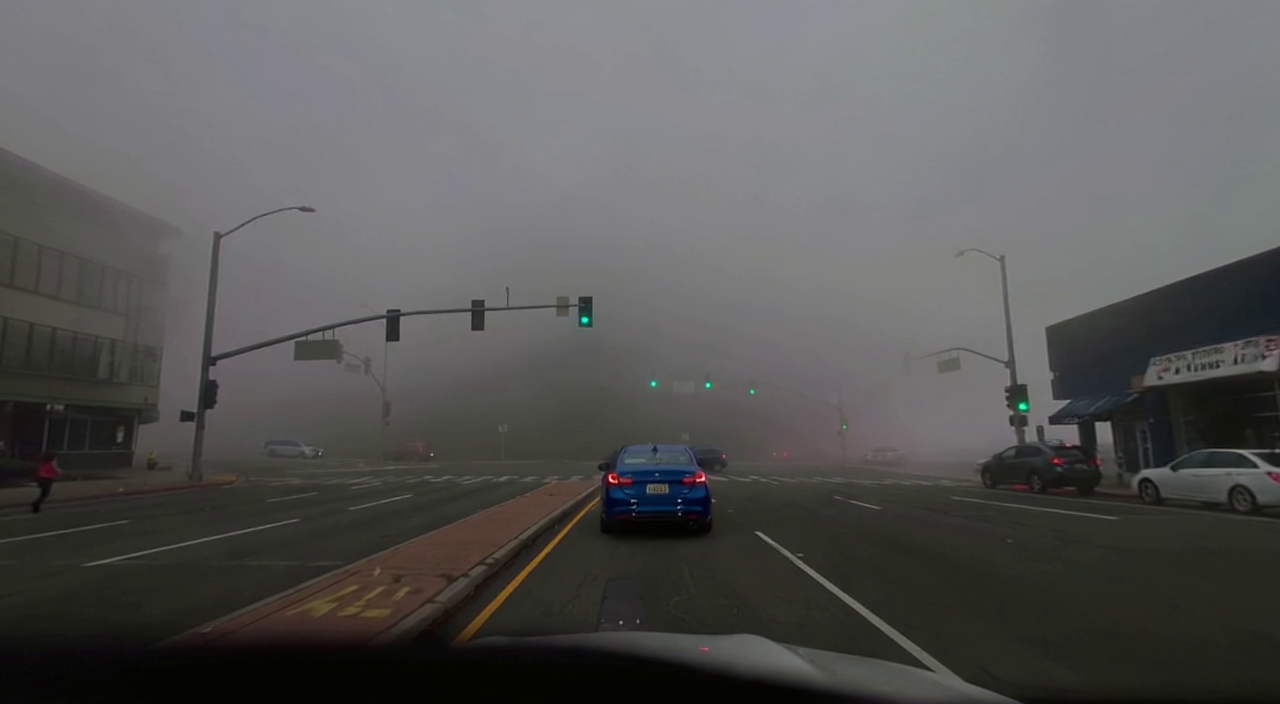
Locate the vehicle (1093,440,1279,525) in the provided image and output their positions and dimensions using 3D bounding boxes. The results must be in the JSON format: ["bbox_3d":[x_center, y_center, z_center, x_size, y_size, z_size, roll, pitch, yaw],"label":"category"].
[{"bbox_3d":[14.187,3.049,15.535,2.235,1.721,5.230,0,-8,1],"label":"vehicle"}]

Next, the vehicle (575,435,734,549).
[{"bbox_3d":[0.181,2.137,10.373,2.067,1.471,4.241,0,-8,0],"label":"vehicle"}]

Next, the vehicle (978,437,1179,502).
[{"bbox_3d":[14.085,3.787,20.954,2.309,1.819,5.793,0,-8,-2],"label":"vehicle"}]
